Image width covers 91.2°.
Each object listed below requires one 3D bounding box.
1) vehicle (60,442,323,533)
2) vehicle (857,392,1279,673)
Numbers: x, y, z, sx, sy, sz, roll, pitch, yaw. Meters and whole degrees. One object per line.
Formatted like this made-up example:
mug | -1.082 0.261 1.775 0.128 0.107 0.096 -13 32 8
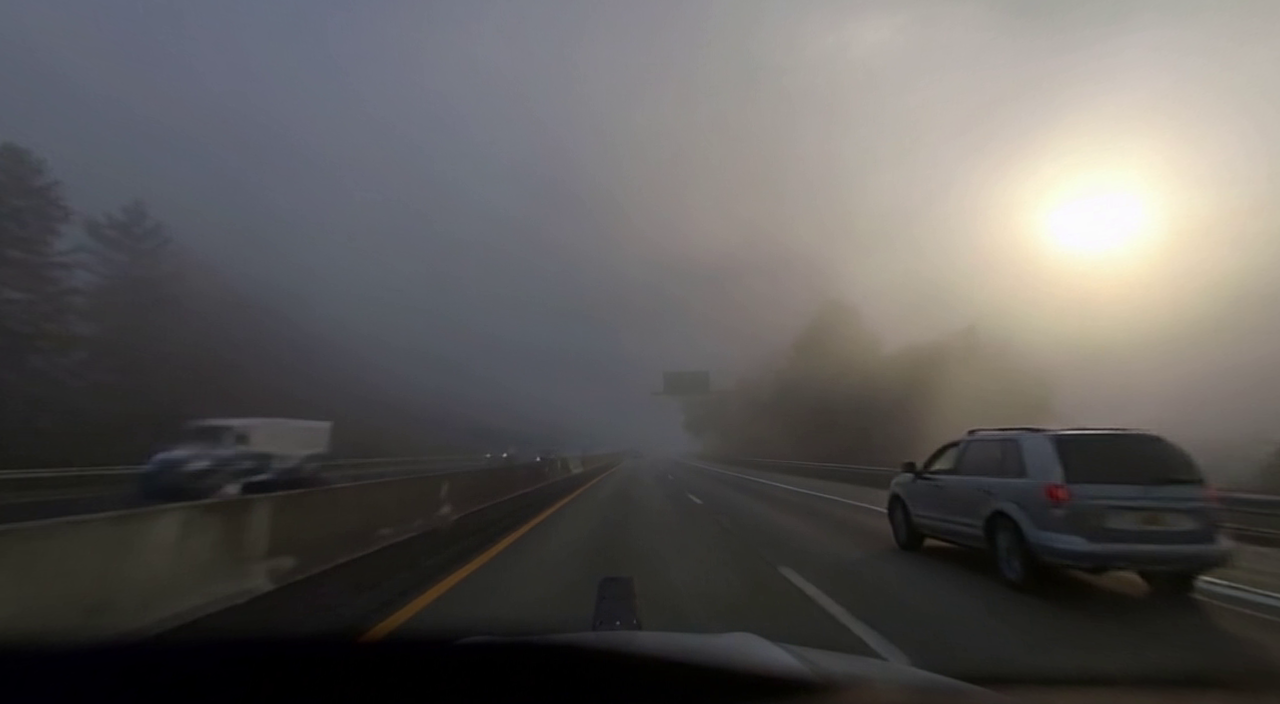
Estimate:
vehicle | -8.794 2.672 12.987 2.063 1.512 4.610 0 -9 0
vehicle | 4.063 1.436 6.168 2.089 1.660 4.729 0 -9 -1
